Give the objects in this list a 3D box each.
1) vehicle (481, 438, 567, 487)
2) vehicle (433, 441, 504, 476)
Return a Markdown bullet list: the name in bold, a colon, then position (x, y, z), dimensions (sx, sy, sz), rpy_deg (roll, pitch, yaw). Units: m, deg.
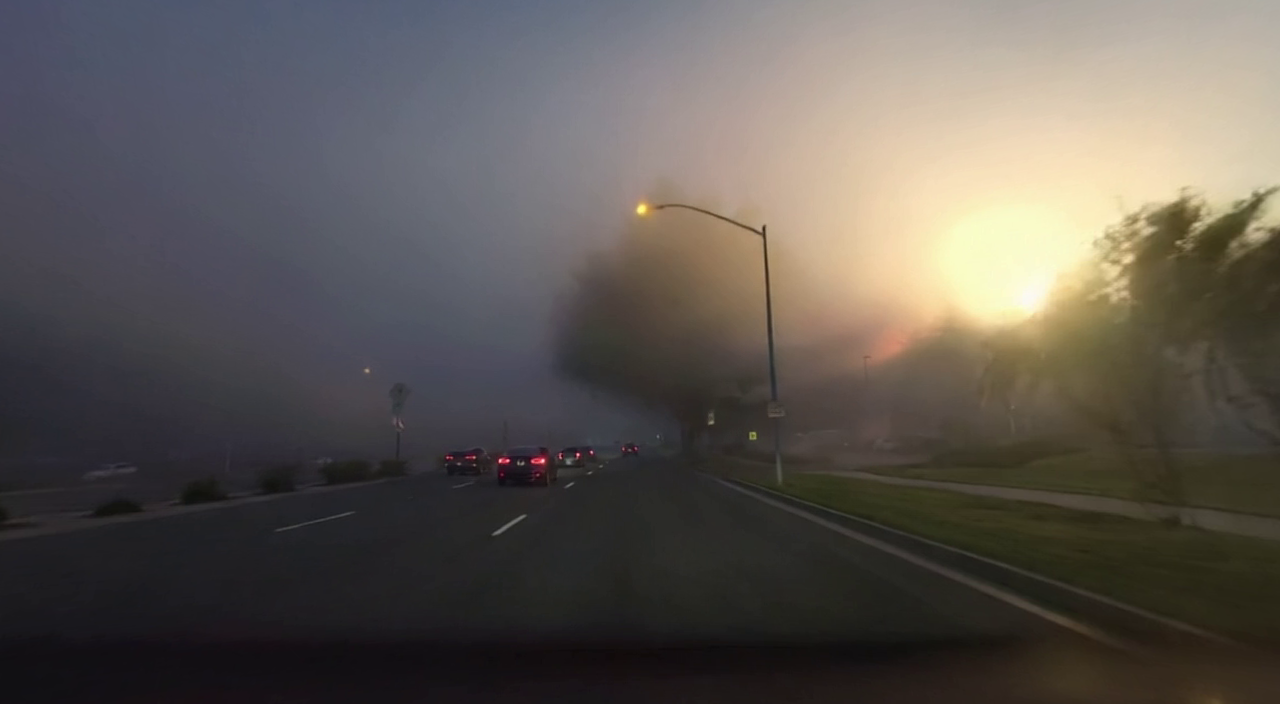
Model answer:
- **vehicle**: position (-3.792, 3.708, 21.545), dimensions (2.011, 1.483, 4.596), rpy_deg (0, -9, 0)
- **vehicle**: position (-7.902, 4.971, 29.677), dimensions (1.976, 1.497, 4.709), rpy_deg (0, -9, 0)
